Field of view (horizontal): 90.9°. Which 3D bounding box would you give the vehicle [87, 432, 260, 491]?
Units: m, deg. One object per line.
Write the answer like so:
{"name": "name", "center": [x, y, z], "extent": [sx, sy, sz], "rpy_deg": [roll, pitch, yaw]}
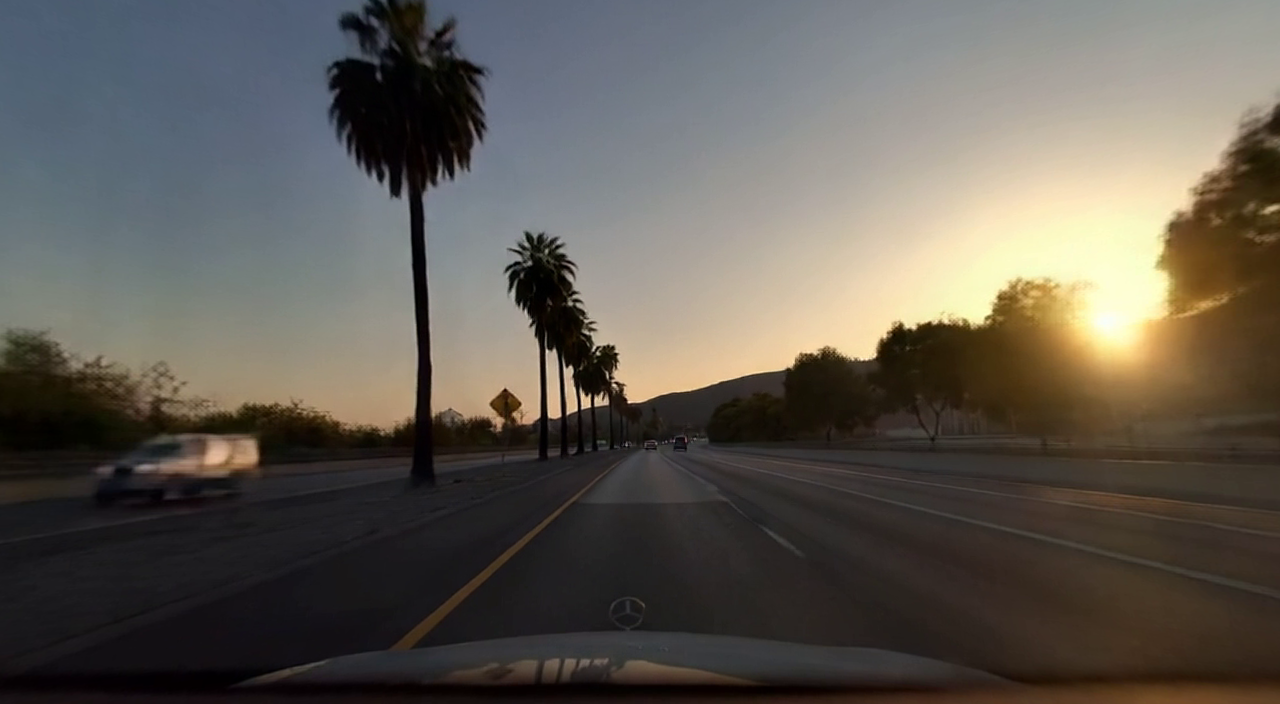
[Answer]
{"name": "vehicle", "center": [-17.342, 4.085, 23.974], "extent": [2.355, 1.971, 5.430], "rpy_deg": [0, -8, 1]}
